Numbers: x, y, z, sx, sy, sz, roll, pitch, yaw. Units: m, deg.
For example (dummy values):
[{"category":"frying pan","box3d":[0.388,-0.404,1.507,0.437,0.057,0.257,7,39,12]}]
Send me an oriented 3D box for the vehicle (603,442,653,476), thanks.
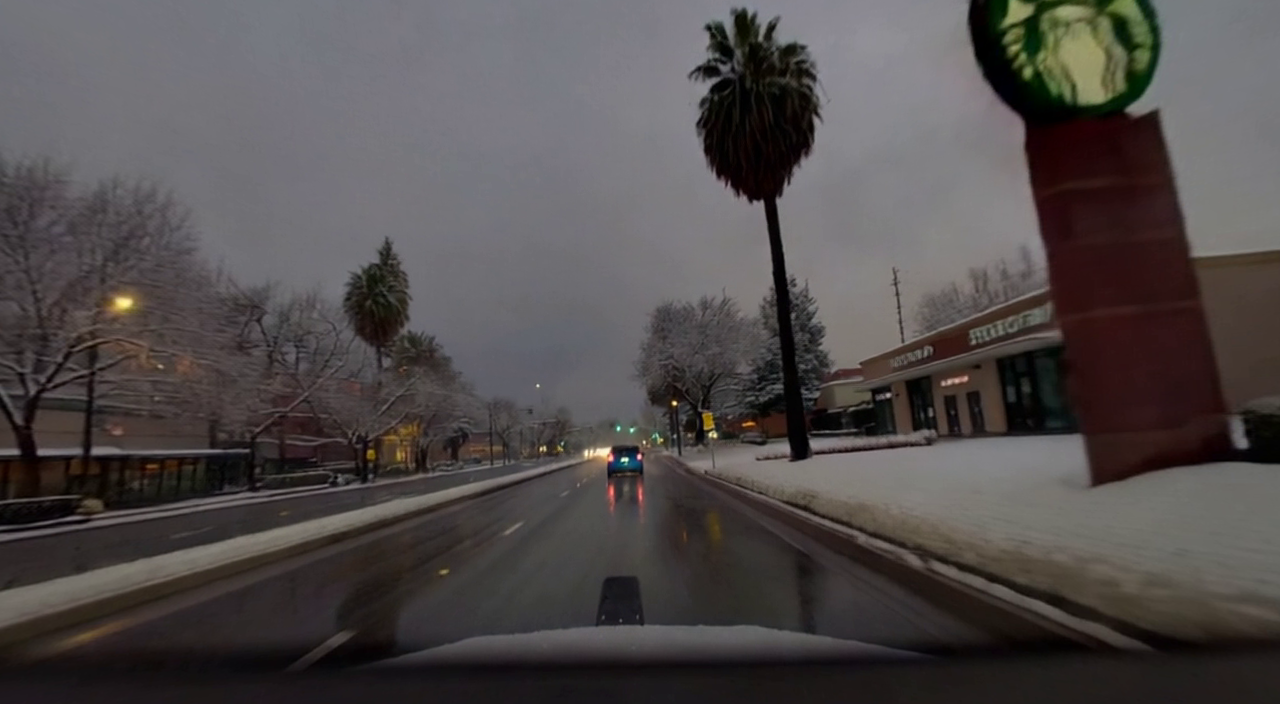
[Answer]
[{"category":"vehicle","box3d":[-0.550,4.934,29.542,2.156,1.462,4.495,0,-8,0]}]
